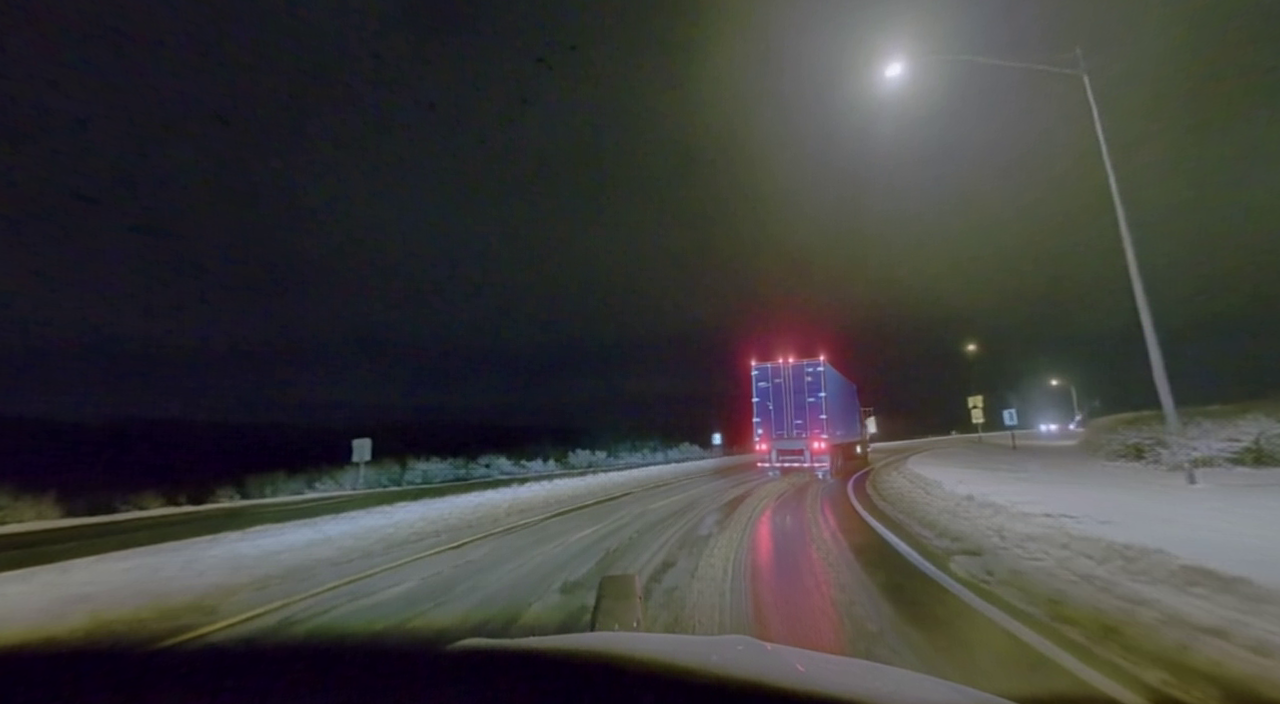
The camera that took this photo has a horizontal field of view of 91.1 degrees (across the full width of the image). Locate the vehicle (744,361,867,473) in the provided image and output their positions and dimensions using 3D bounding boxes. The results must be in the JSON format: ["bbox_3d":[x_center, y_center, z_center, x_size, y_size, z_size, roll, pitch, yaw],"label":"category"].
[{"bbox_3d":[7.281,2.874,26.223,2.837,3.712,10.484,-4,-9,26],"label":"vehicle"}]
